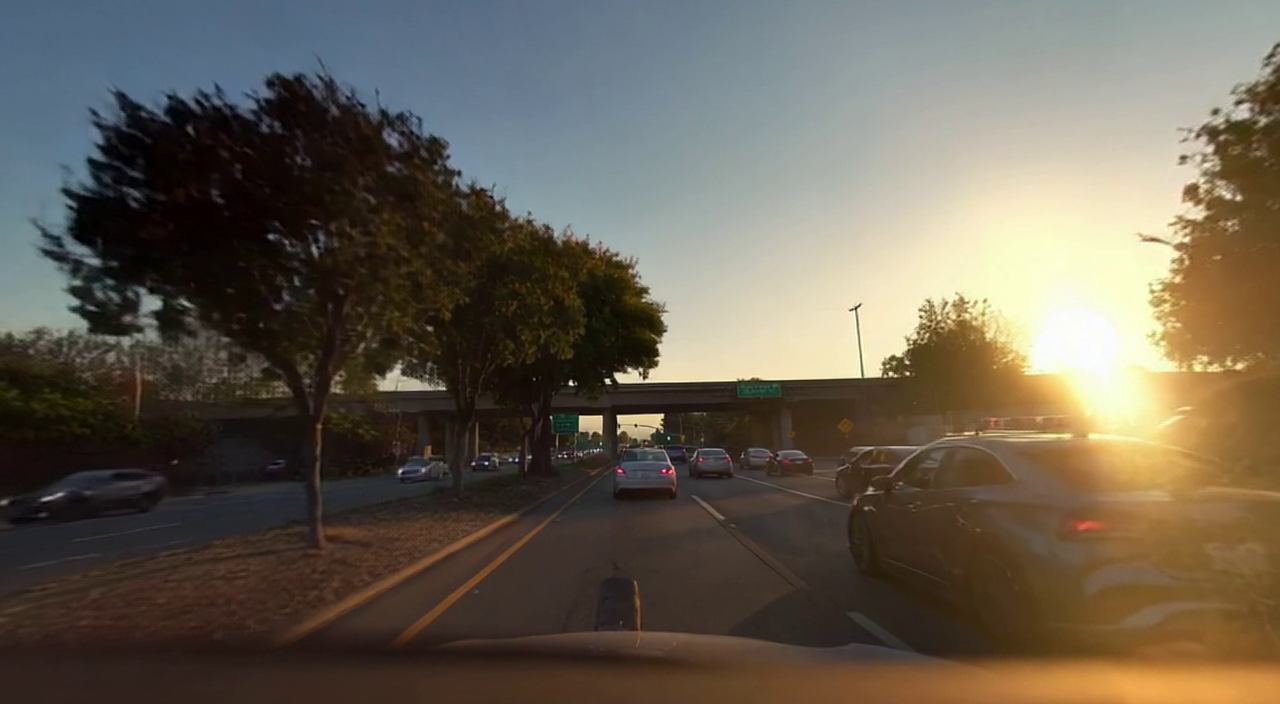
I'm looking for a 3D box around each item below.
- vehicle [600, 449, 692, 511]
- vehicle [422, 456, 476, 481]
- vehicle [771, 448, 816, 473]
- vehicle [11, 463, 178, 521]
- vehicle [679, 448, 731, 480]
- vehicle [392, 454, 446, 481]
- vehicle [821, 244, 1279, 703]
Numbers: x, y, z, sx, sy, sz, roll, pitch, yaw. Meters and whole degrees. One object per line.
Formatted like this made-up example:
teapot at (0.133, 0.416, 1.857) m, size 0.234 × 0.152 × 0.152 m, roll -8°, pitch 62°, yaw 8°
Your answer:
vehicle at (0.113, 3.127, 15.882) m, size 2.027 × 1.341 × 3.775 m, roll 0°, pitch -9°, yaw 0°
vehicle at (-12.200, 7.460, 40.597) m, size 1.927 × 1.439 × 4.537 m, roll 0°, pitch -9°, yaw 2°
vehicle at (9.831, 6.955, 40.690) m, size 1.839 × 1.453 × 3.992 m, roll 0°, pitch -9°, yaw -1°
vehicle at (-19.163, 4.902, 22.541) m, size 1.935 × 1.706 × 4.473 m, roll 0°, pitch -9°, yaw 0°
vehicle at (3.087, 5.422, 30.783) m, size 1.962 × 1.431 × 4.205 m, roll 0°, pitch -9°, yaw -2°
vehicle at (-15.774, 8.243, 45.374) m, size 2.026 × 1.800 × 4.854 m, roll 0°, pitch -9°, yaw 0°
vehicle at (3.483, 1.034, 4.455) m, size 2.719 × 2.033 × 5.876 m, roll 0°, pitch -9°, yaw 1°
